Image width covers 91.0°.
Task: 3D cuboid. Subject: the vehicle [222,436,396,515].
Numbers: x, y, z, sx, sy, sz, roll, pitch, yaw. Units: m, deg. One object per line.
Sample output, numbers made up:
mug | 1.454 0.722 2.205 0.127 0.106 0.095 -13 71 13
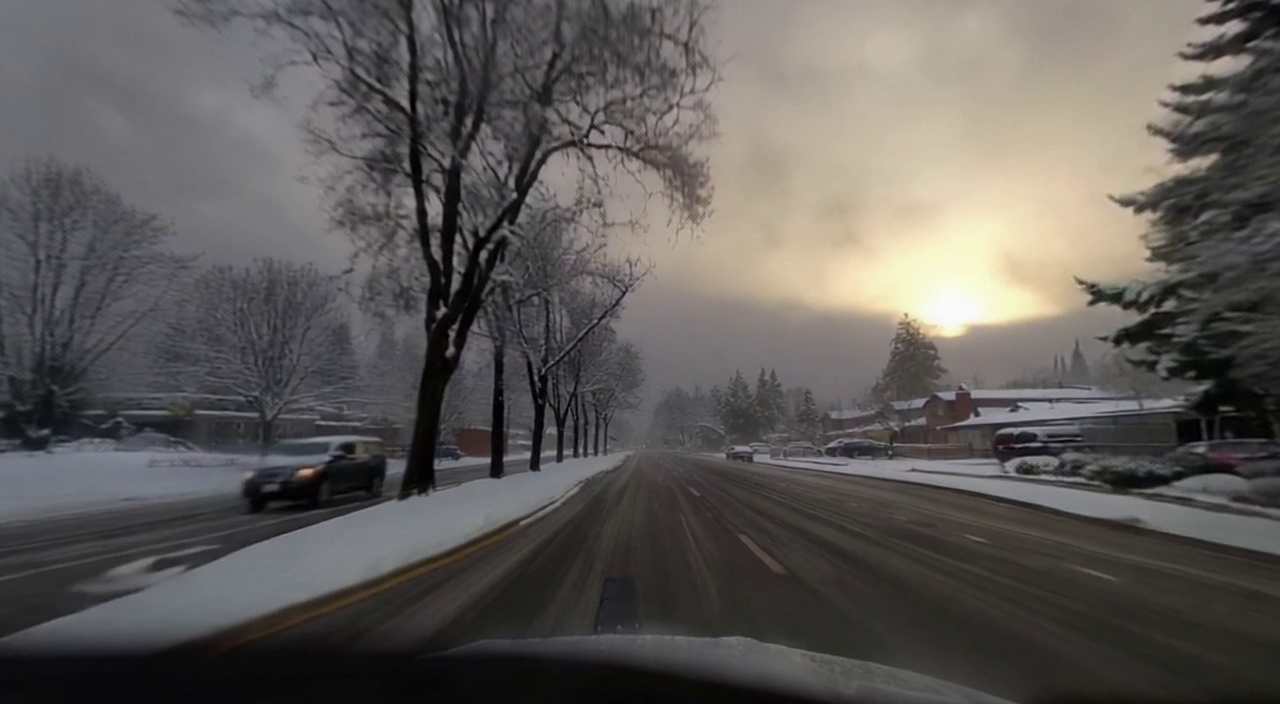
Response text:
vehicle | -8.285 3.104 16.341 2.118 1.733 4.372 0 -9 0
